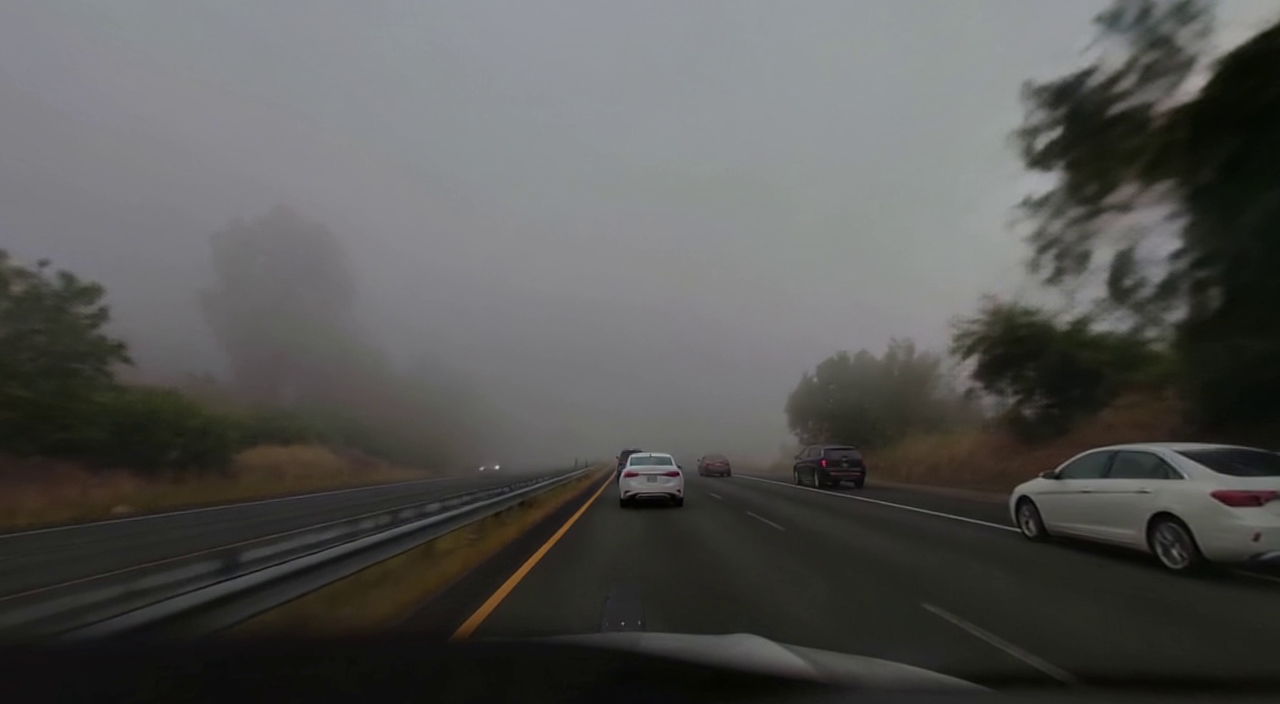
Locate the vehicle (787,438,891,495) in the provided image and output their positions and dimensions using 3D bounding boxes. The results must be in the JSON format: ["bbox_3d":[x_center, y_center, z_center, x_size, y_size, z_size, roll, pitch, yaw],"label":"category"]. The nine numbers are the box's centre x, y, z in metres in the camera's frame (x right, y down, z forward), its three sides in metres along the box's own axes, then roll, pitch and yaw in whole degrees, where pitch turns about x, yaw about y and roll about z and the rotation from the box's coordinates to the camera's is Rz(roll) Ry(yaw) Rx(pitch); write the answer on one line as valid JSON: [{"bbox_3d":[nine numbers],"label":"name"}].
[{"bbox_3d":[6.505,3.788,21.161,1.980,1.702,4.235,0,-9,-2],"label":"vehicle"}]

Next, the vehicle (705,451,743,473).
[{"bbox_3d":[5.945,7.827,45.101,1.921,1.451,3.841,0,-9,-3],"label":"vehicle"}]

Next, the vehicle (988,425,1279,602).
[{"bbox_3d":[6.293,1.695,7.450,1.965,1.484,4.090,0,-9,0],"label":"vehicle"}]

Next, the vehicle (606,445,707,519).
[{"bbox_3d":[0.299,2.986,14.952,2.076,1.485,3.774,0,-9,-1],"label":"vehicle"}]
